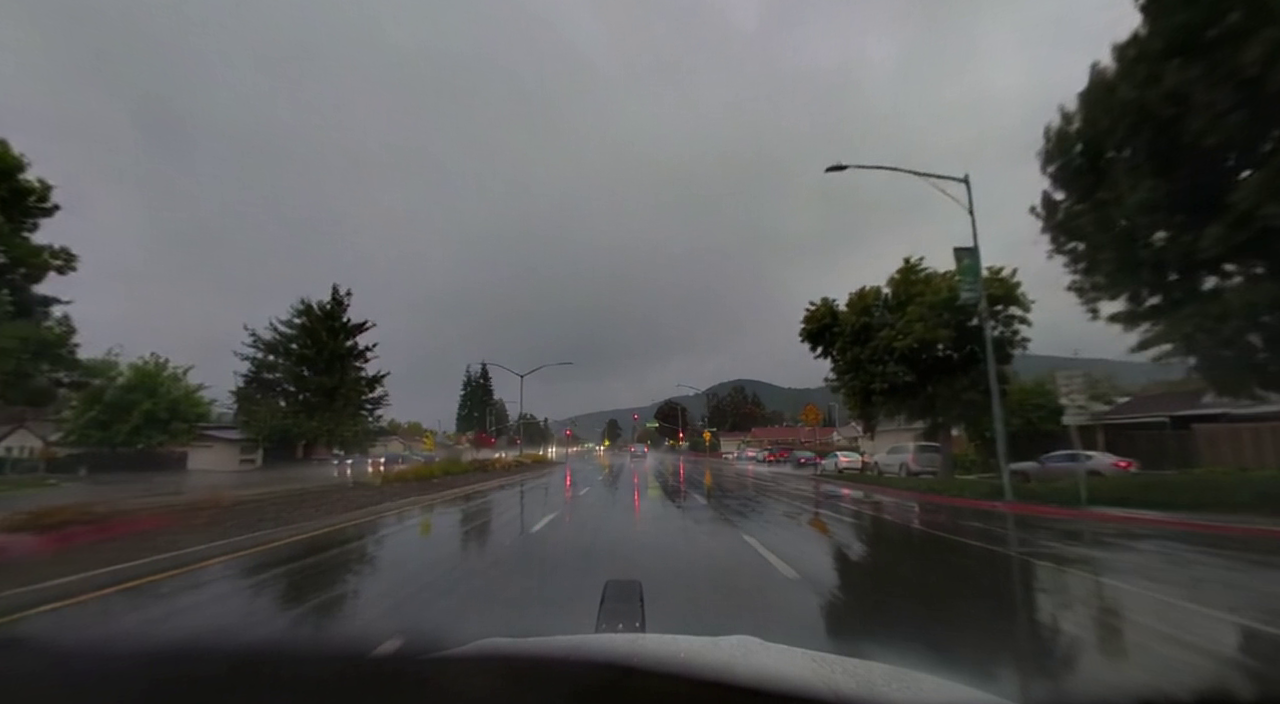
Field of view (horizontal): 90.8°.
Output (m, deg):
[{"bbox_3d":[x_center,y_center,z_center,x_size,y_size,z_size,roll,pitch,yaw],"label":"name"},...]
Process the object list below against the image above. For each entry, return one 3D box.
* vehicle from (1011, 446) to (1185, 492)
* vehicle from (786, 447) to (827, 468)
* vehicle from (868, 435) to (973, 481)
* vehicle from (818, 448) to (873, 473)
[{"bbox_3d":[15.978,4.063,22.320,1.826,1.420,4.533,5,-10,-32],"label":"vehicle"},{"bbox_3d":[12.386,7.900,47.275,1.836,1.448,4.624,-1,-9,1],"label":"vehicle"},{"bbox_3d":[13.159,4.989,30.121,2.047,1.950,5.112,1,-9,-9],"label":"vehicle"},{"bbox_3d":[12.756,6.738,39.529,1.916,1.452,4.651,0,-8,0],"label":"vehicle"}]
